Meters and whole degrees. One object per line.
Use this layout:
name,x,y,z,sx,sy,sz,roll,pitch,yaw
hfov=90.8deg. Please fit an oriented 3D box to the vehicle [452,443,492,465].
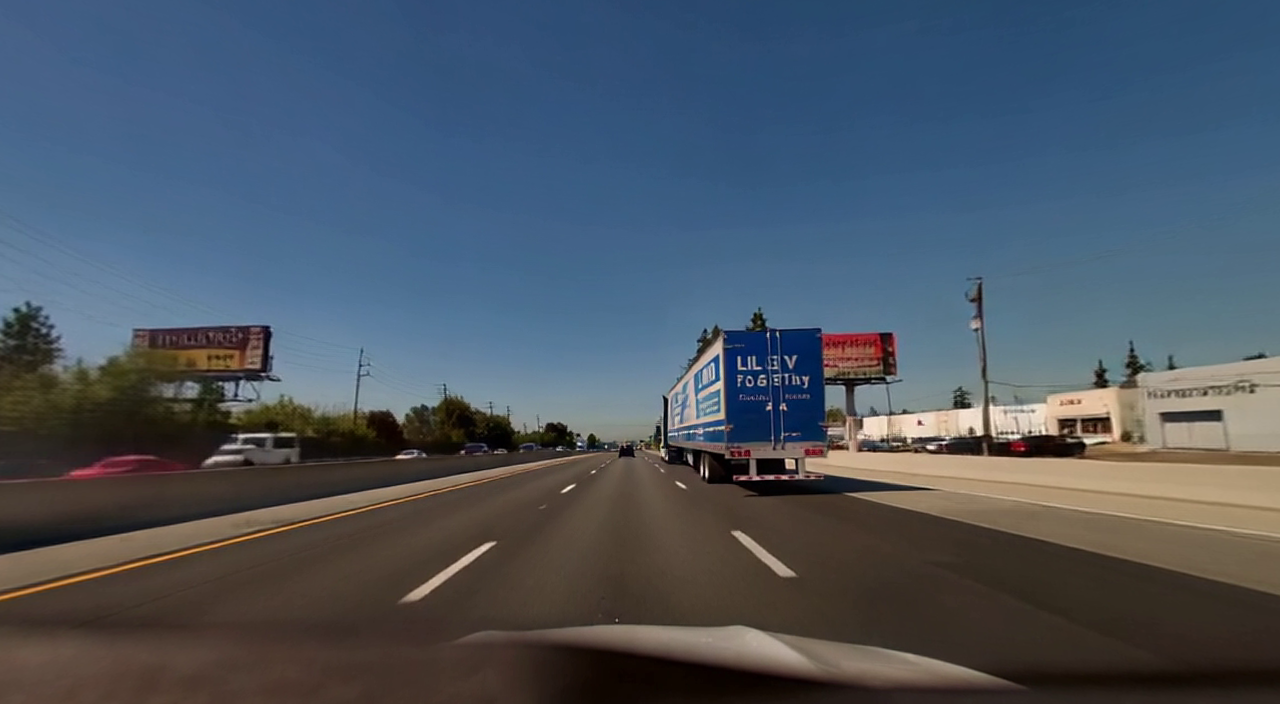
vehicle,-11.486,6.974,43.386,1.806,1.408,3.416,0,-9,1

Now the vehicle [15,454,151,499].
vehicle,-18.410,4.096,21.071,1.545,1.318,3.236,0,-9,0

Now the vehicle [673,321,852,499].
vehicle,3.434,2.679,24.089,2.891,4.387,17.121,0,-9,-2

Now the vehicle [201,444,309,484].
vehicle,-14.753,4.277,24.457,1.956,1.417,3.549,0,-9,-1
